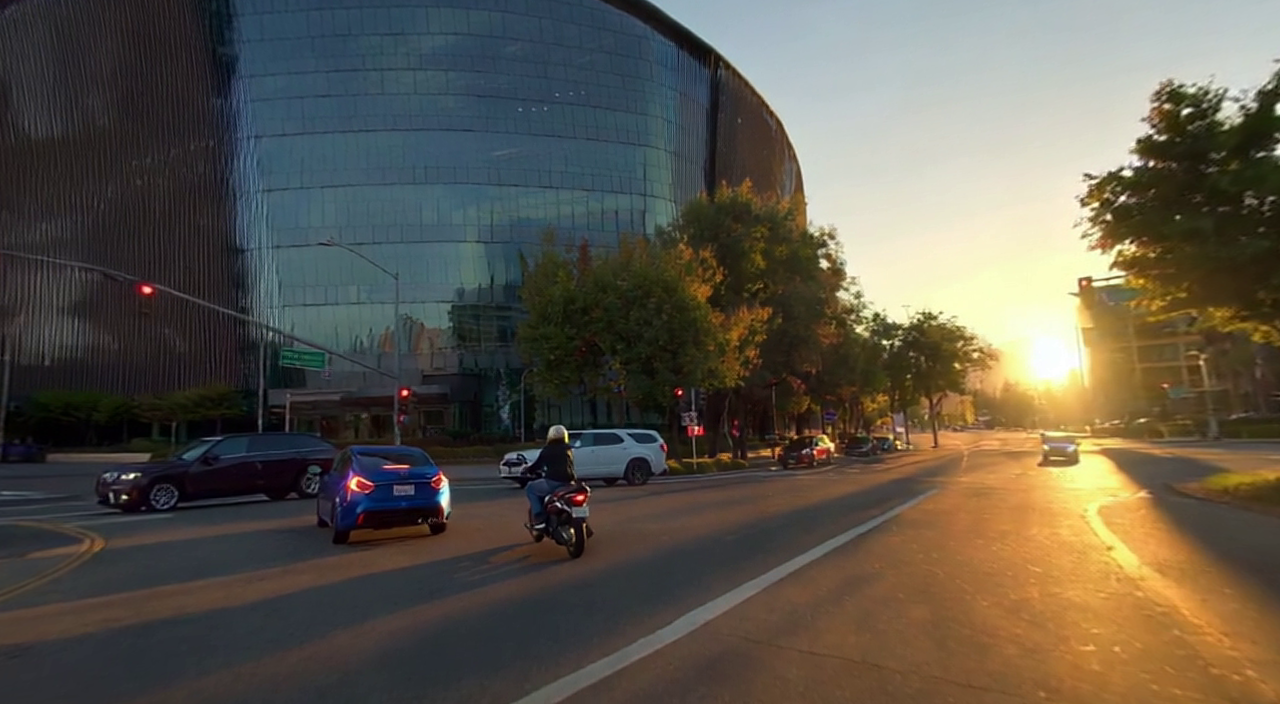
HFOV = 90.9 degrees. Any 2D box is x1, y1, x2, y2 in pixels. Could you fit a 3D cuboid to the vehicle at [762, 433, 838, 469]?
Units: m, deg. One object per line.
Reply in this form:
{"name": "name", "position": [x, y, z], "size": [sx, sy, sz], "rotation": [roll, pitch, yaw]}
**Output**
{"name": "vehicle", "position": [8.100, 4.912, 31.621], "size": [2.084, 1.656, 4.583], "rotation": [-6, -10, 35]}

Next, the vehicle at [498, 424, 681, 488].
{"name": "vehicle", "position": [-1.700, 3.545, 21.879], "size": [5.833, 1.960, 2.341], "rotation": [4, -9, -27]}

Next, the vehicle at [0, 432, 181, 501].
{"name": "vehicle", "position": [-15.599, 3.129, 17.465], "size": [4.380, 1.727, 2.052], "rotation": [-2, -8, 10]}

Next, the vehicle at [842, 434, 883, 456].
{"name": "vehicle", "position": [16.356, 6.836, 46.320], "size": [2.024, 1.543, 4.028], "rotation": [-5, -9, 30]}

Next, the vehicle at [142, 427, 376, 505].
{"name": "vehicle", "position": [-9.330, 2.812, 15.755], "size": [4.583, 1.755, 1.936], "rotation": [-1, -8, 2]}

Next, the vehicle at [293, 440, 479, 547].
{"name": "vehicle", "position": [-4.595, 2.288, 11.034], "size": [2.009, 1.450, 4.182], "rotation": [5, -10, -35]}

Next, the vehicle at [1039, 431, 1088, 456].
{"name": "vehicle", "position": [26.266, 5.681, 39.251], "size": [1.872, 1.467, 4.385], "rotation": [-4, -9, 26]}
